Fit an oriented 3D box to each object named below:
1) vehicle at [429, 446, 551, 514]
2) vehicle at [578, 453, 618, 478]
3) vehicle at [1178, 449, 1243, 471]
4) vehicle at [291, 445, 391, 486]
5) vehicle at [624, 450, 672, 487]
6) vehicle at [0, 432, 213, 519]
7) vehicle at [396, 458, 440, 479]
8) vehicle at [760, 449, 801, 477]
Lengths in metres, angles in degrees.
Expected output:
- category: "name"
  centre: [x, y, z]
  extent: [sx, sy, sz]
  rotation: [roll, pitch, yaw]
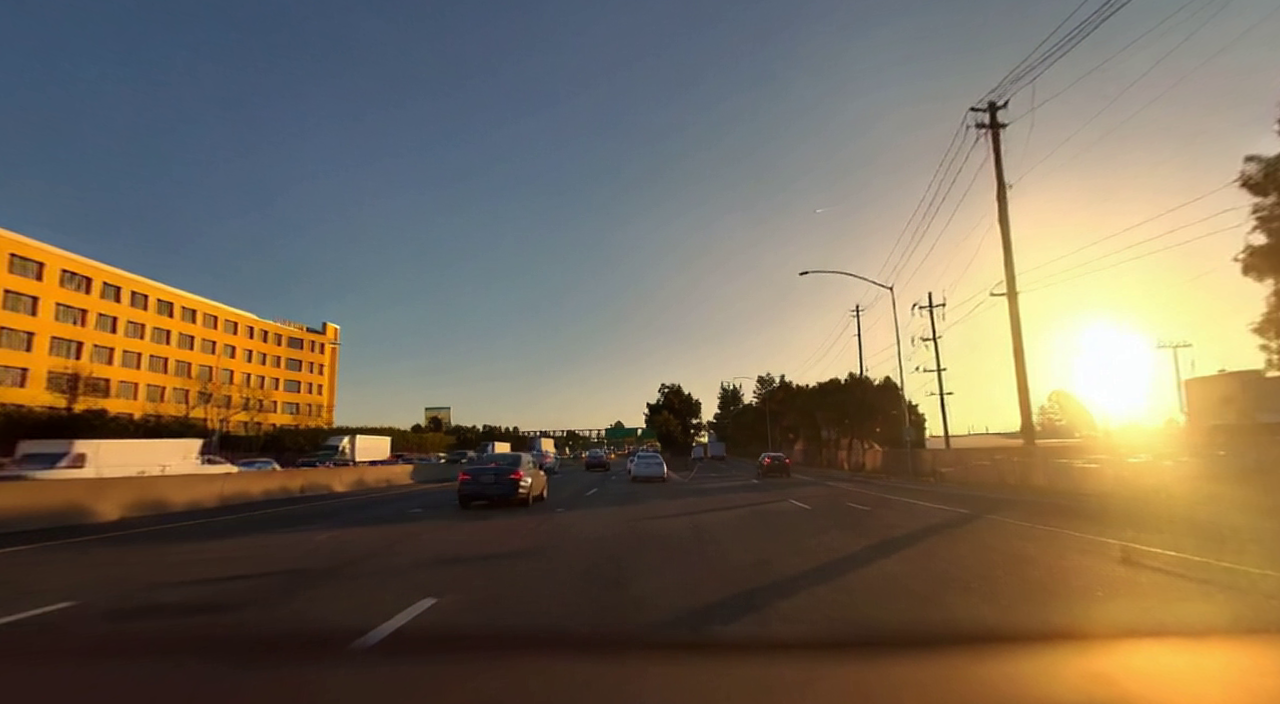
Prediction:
- category: "vehicle"
  centre: [-3.772, 3.299, 16.835]
  extent: [2.059, 1.508, 4.662]
  rotation: [-1, -8, 1]
- category: "vehicle"
  centre: [-2.663, 7.316, 40.939]
  extent: [2.034, 1.466, 4.363]
  rotation: [-1, -8, 3]
- category: "vehicle"
  centre: [43.527, 8.251, 48.113]
  extent: [3.458, 1.409, 1.632]
  rotation: [-2, -8, -6]
- category: "vehicle"
  centre: [-12.406, 4.705, 26.565]
  extent: [1.991, 1.537, 4.464]
  rotation: [-1, -8, 0]
- category: "vehicle"
  centre: [0.358, 5.436, 29.724]
  extent: [2.107, 1.538, 3.999]
  rotation: [-1, -8, 1]
- category: "vehicle"
  centre: [-12.774, 2.813, 14.927]
  extent: [2.037, 1.712, 4.530]
  rotation: [-1, -8, 1]
- category: "vehicle"
  centre: [-16.547, 8.661, 47.177]
  extent: [1.834, 1.406, 3.789]
  rotation: [0, -8, 0]
- category: "vehicle"
  centre: [9.805, 7.758, 44.449]
  extent: [2.106, 1.817, 4.845]
  rotation: [-1, -8, 4]
